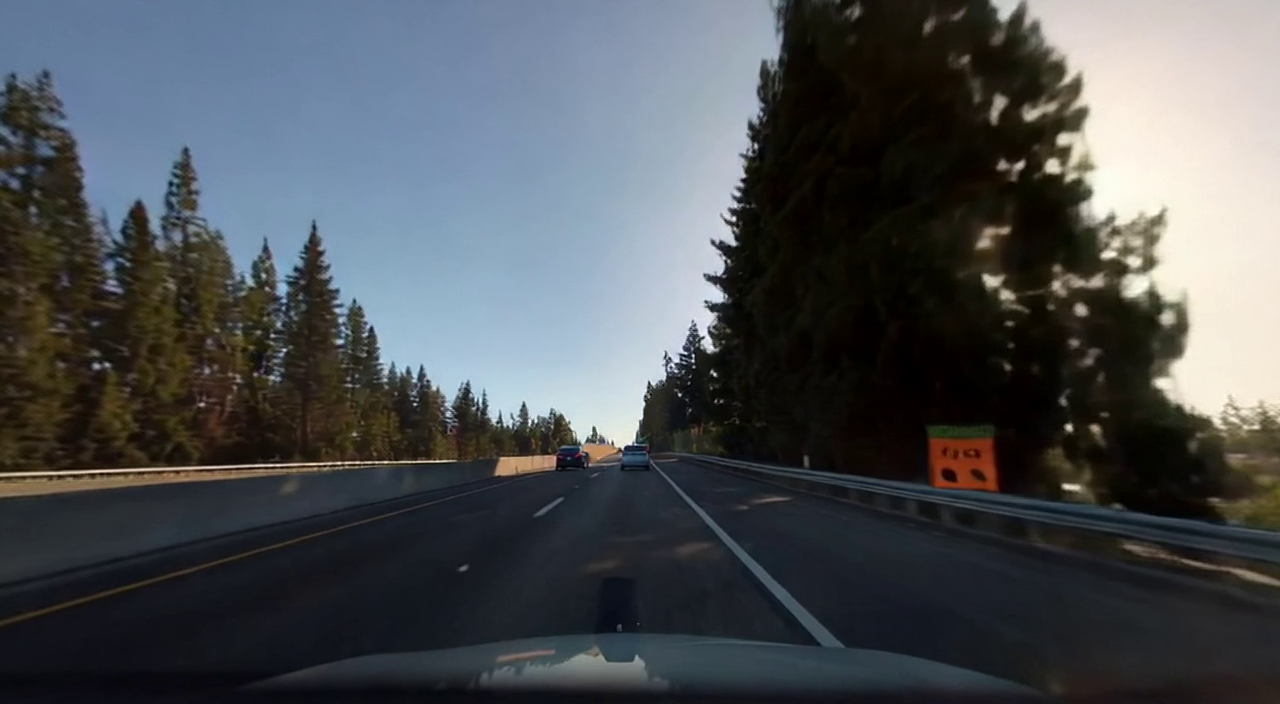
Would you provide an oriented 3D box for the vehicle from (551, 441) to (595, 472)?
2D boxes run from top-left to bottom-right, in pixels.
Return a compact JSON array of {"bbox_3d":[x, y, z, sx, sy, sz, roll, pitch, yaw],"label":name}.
[{"bbox_3d":[-3.981,6.288,38.201,2.130,1.741,4.665,0,-8,1],"label":"vehicle"}]

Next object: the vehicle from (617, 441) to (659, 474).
[{"bbox_3d":[-0.095,5.704,34.184,2.130,1.684,3.826,0,-8,0],"label":"vehicle"}]
